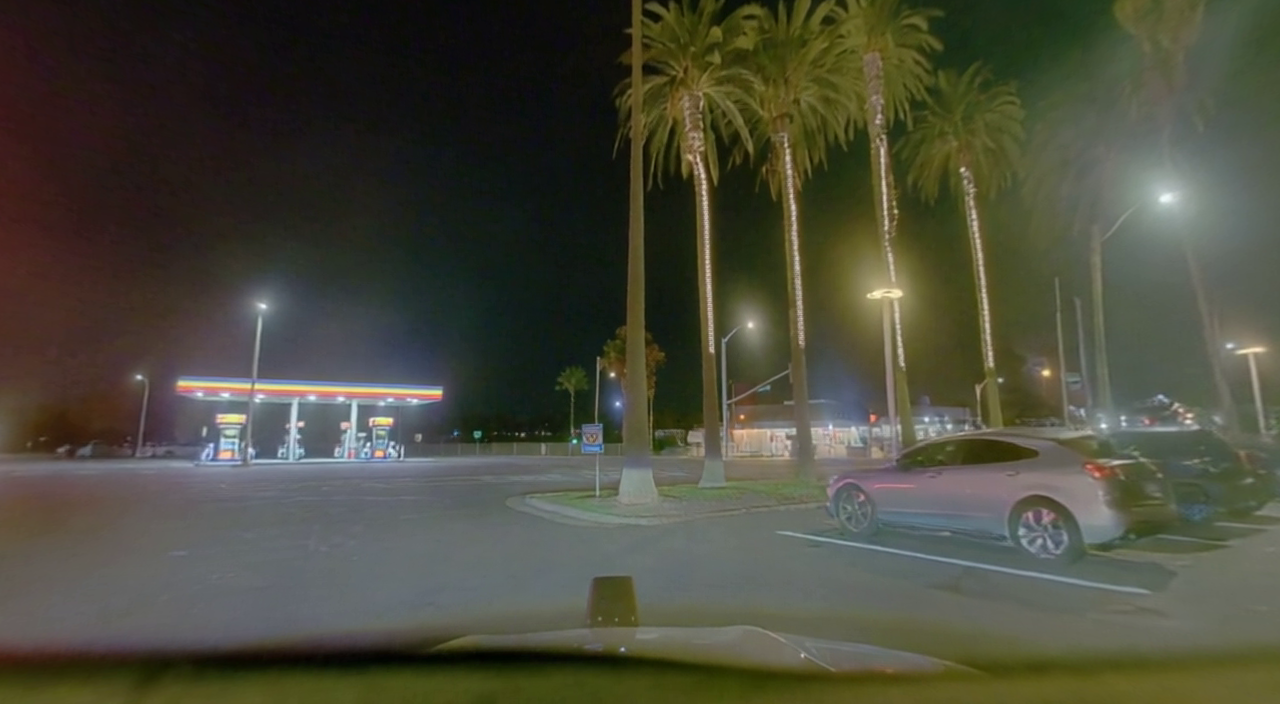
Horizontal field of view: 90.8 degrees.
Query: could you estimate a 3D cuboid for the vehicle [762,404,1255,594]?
[{"bbox_3d":[3.801,1.529,7.481,1.937,1.490,4.564,6,-10,-34],"label":"vehicle"}]
